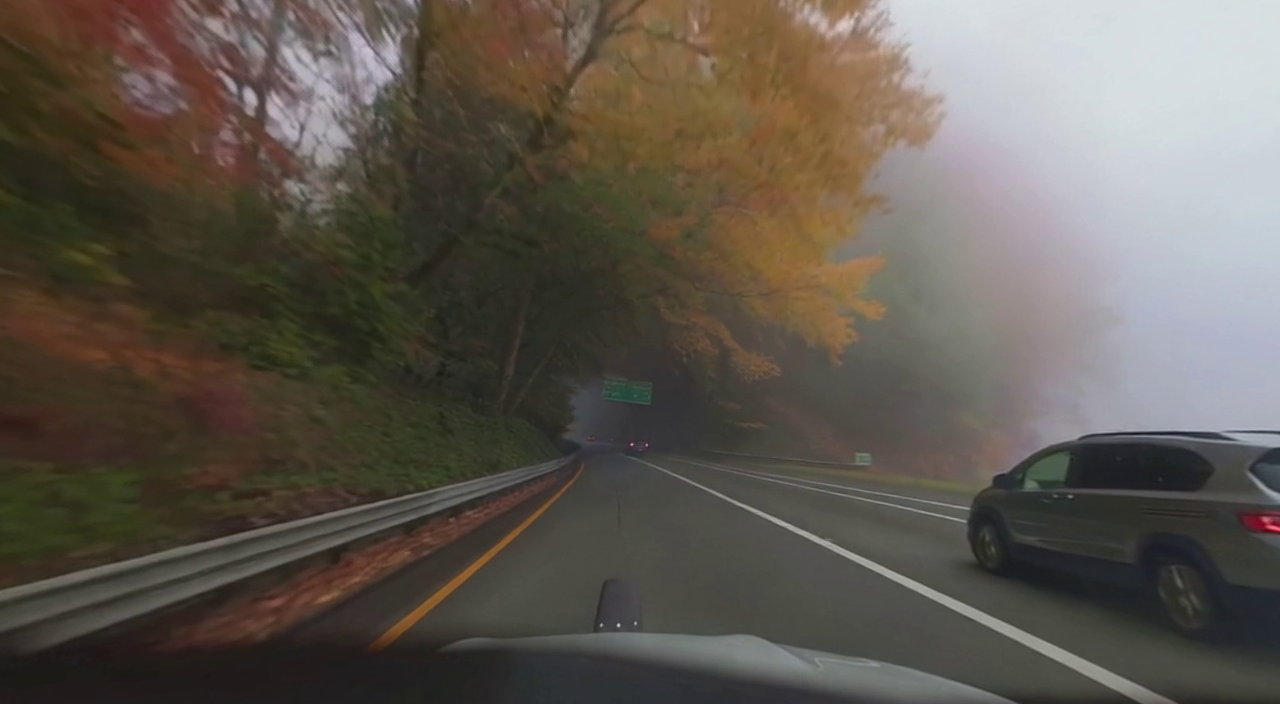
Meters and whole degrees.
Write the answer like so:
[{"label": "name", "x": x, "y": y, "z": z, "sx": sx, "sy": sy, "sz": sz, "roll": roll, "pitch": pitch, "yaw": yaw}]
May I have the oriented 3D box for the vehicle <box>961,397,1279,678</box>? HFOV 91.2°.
[{"label": "vehicle", "x": 4.491, "y": 1.203, "z": 4.672, "sx": 1.952, "sy": 1.536, "sz": 4.036, "roll": -1, "pitch": -9, "yaw": -1}]
